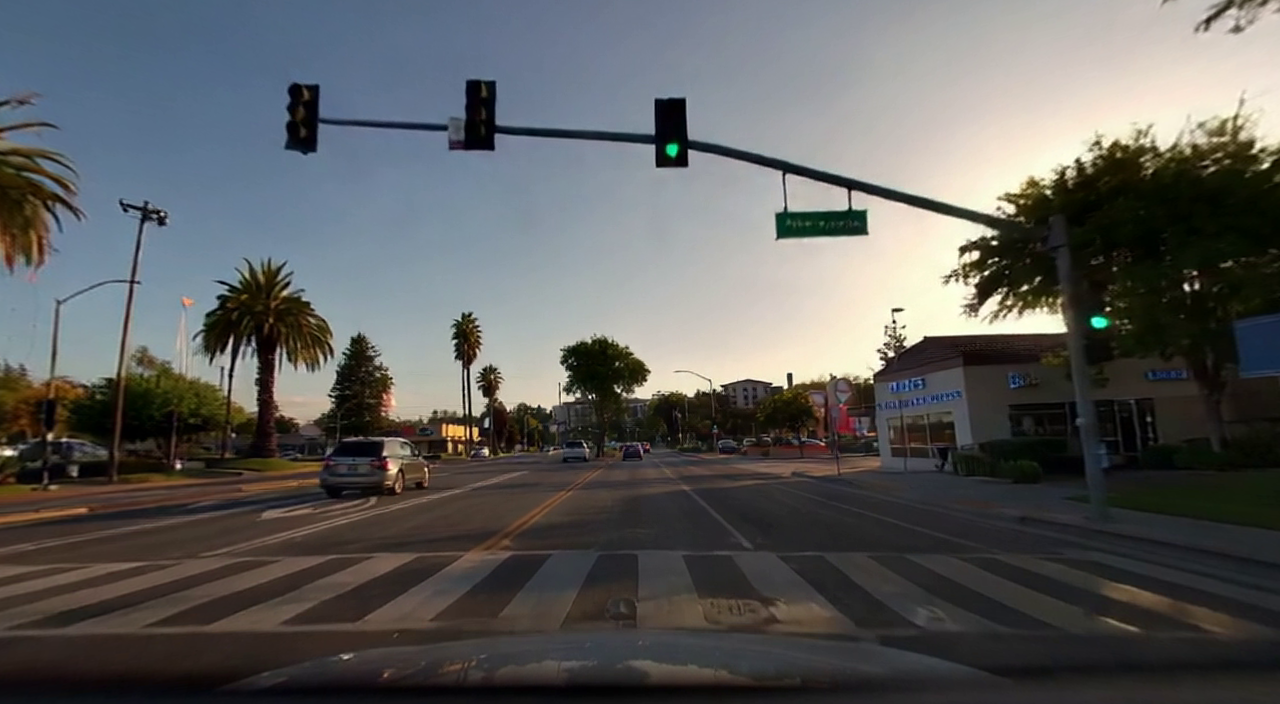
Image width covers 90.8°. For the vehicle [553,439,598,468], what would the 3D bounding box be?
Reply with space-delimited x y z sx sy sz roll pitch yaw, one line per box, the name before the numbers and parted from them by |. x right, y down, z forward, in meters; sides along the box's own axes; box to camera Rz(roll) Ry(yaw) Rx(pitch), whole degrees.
vehicle | -3.564 5.701 35.607 2.181 1.483 4.123 0 -9 -1

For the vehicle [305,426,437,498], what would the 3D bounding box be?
vehicle | -7.292 3.029 17.713 2.022 1.746 4.406 0 -9 -4
